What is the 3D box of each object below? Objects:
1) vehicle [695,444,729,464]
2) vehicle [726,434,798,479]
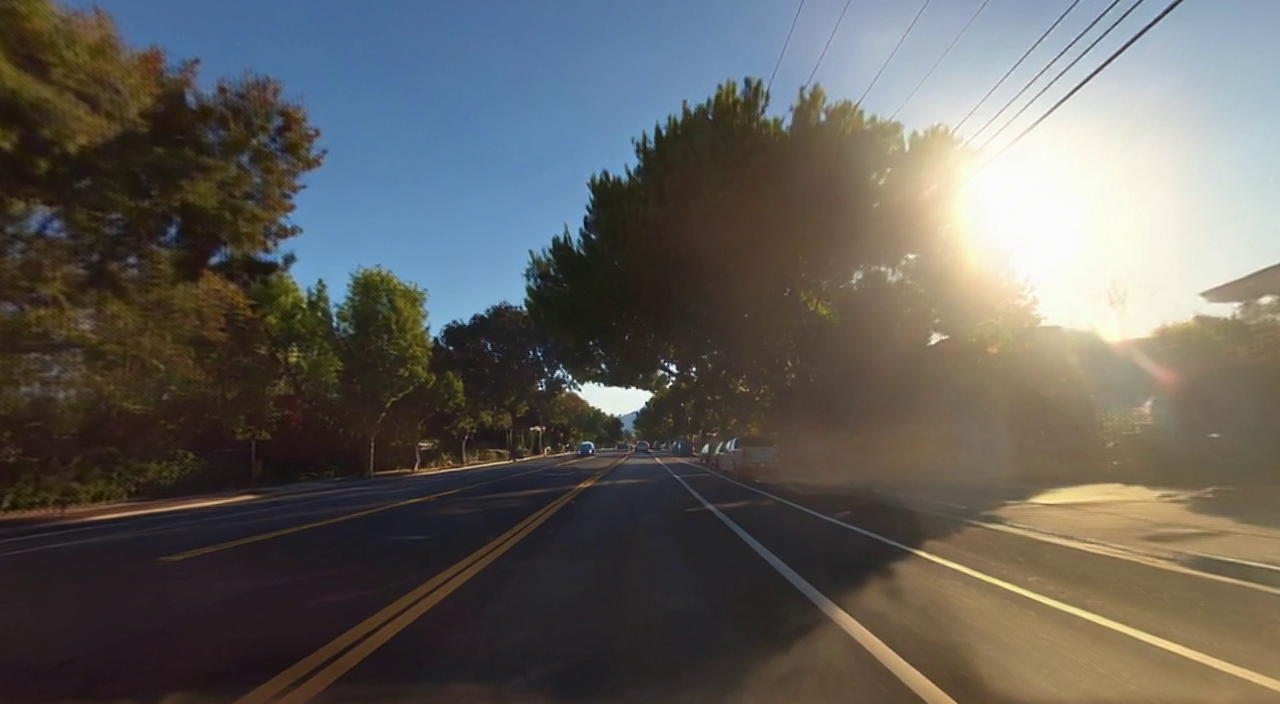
[{"bbox_3d":[5.492,7.891,48.796,1.935,1.453,4.488,0,-9,-3],"label":"vehicle"},{"bbox_3d":[5.200,4.534,27.549,2.160,1.800,4.646,0,-9,-1],"label":"vehicle"}]
